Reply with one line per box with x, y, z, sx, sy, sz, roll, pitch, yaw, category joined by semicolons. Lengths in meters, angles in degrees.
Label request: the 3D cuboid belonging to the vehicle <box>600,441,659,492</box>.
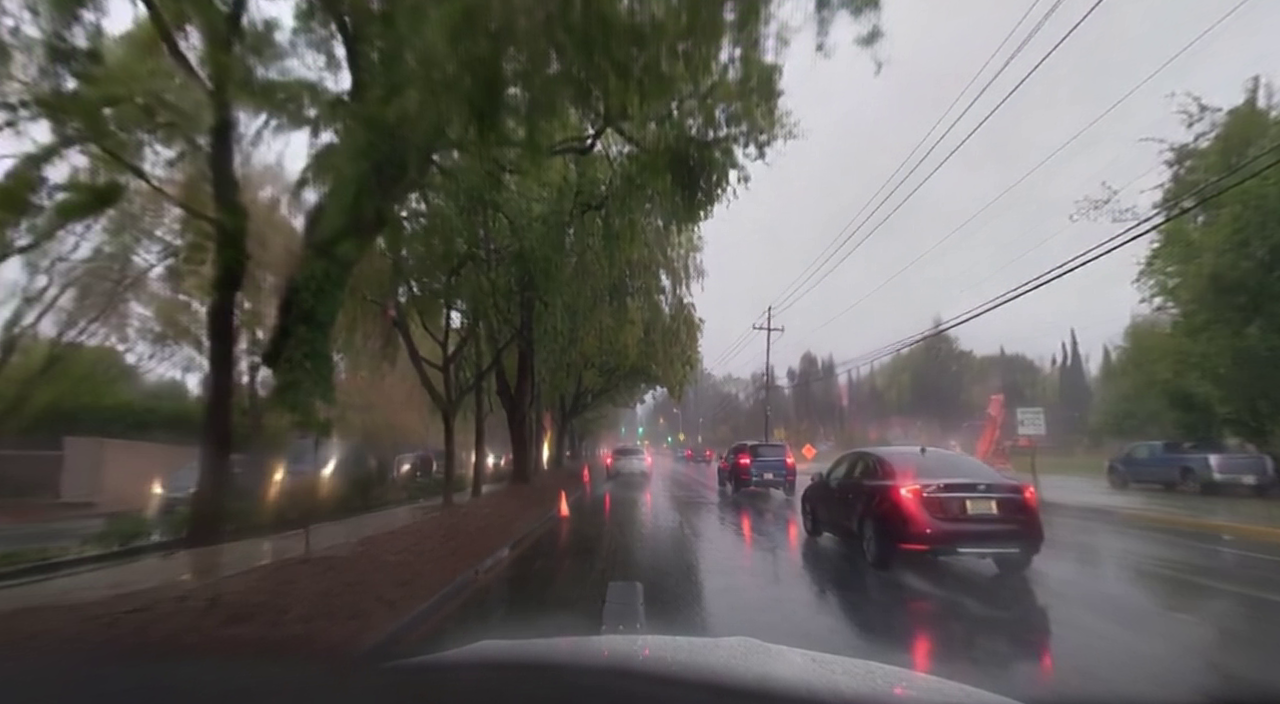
-0.375;4.253;23.888;2.050;1.745;3.915;-1;-8;0;vehicle

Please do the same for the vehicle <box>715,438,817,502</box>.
3.780;3.609;19.841;2.116;1.726;4.672;0;-8;-1;vehicle

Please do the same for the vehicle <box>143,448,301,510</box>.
-16.082;4.849;24.851;2.258;2.072;5.695;-1;-8;0;vehicle

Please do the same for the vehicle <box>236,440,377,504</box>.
-12.480;4.478;24.276;2.223;2.091;6.044;0;-8;-1;vehicle

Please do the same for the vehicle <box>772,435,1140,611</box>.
3.215;1.803;7.762;1.977;1.460;4.565;0;-8;-3;vehicle
